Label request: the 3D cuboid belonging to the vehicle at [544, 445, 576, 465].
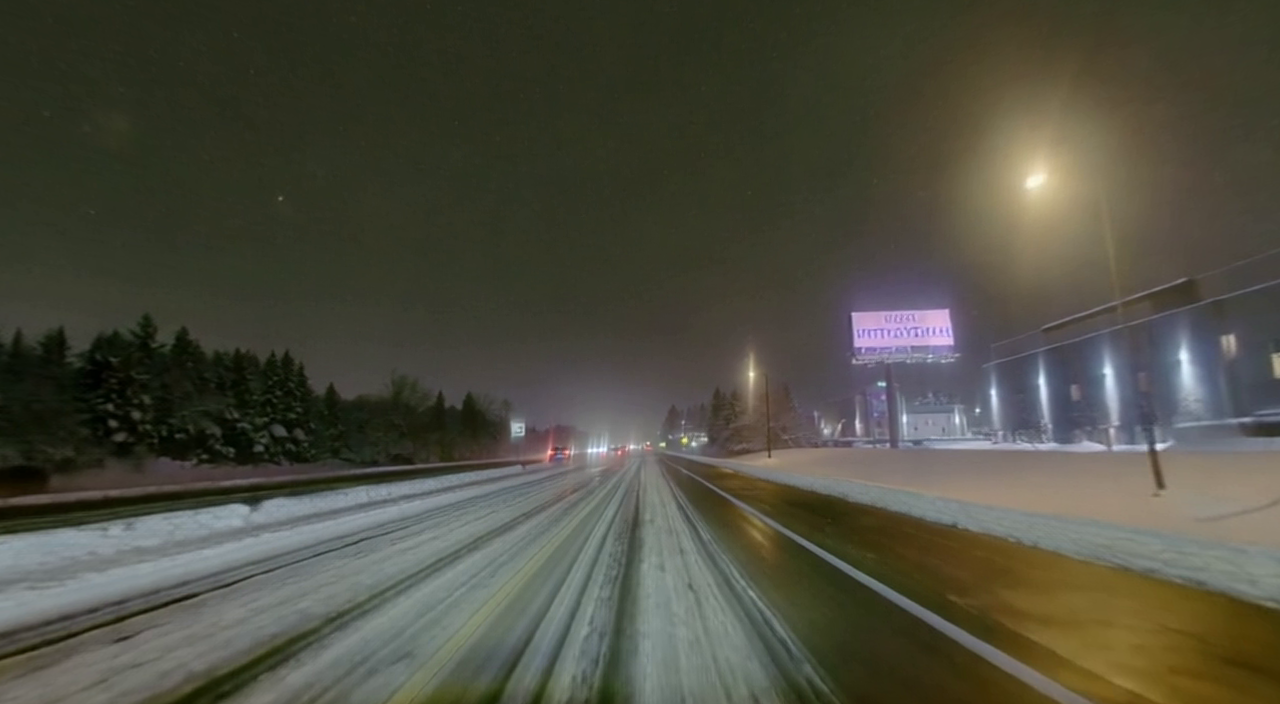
[{"bbox_3d":[-6.230,8.069,49.489,1.936,1.462,4.388,0,-8,1],"label":"vehicle"}]
